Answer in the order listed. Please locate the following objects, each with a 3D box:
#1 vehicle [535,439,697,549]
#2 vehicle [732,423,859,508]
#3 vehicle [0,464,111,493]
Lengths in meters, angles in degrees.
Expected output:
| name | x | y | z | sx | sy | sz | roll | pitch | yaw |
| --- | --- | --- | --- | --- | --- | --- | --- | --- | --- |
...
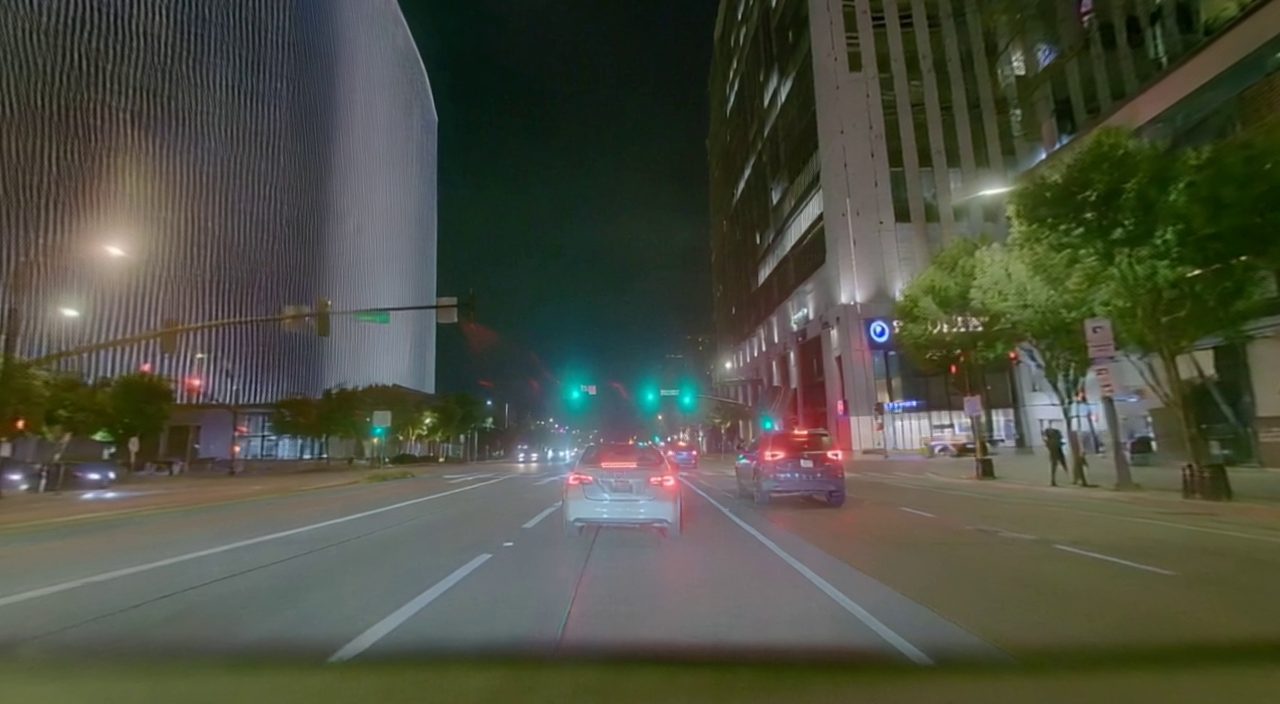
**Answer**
| name | x | y | z | sx | sy | sz | roll | pitch | yaw |
| --- | --- | --- | --- | --- | --- | --- | --- | --- | --- |
| vehicle | -0.351 | 2.154 | 10.379 | 2.144 | 1.398 | 3.963 | 1 | -7 | -1 |
| vehicle | 3.661 | 2.712 | 15.723 | 2.078 | 1.799 | 4.089 | 0 | -7 | -1 |
| vehicle | -34.814 | 7.498 | 37.617 | 4.470 | 1.556 | 2.231 | 1 | -8 | -3 |
